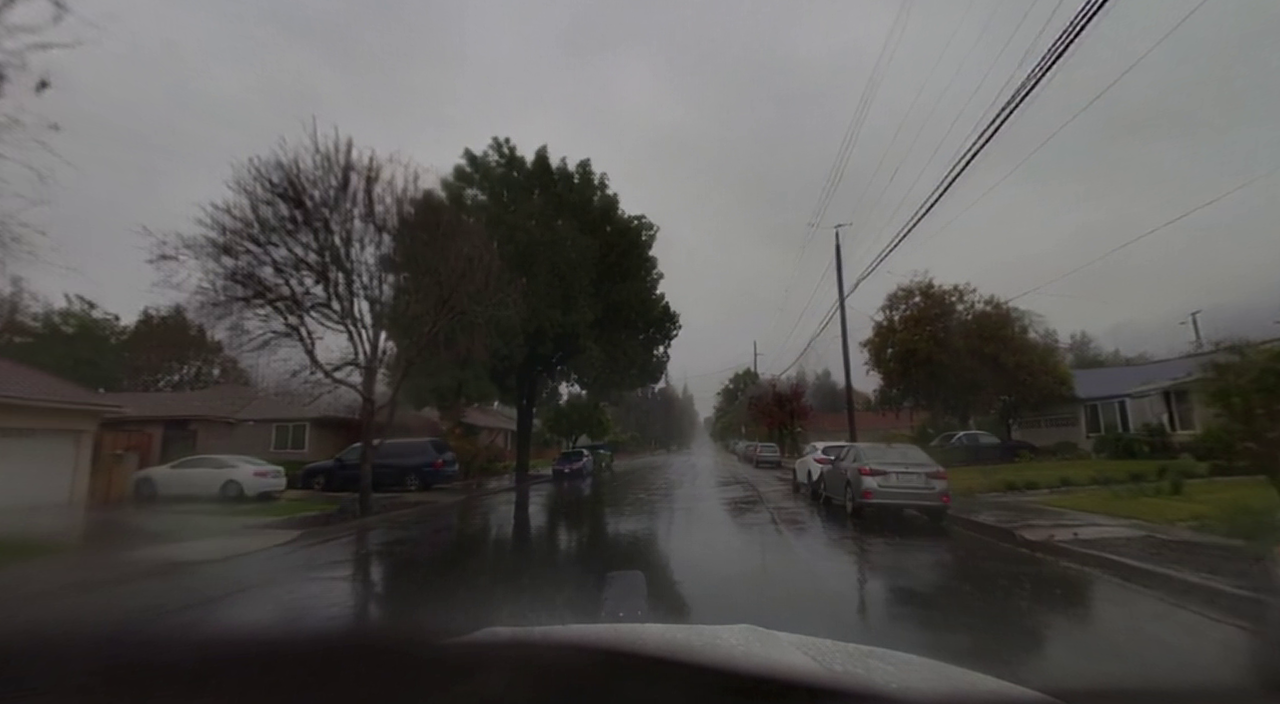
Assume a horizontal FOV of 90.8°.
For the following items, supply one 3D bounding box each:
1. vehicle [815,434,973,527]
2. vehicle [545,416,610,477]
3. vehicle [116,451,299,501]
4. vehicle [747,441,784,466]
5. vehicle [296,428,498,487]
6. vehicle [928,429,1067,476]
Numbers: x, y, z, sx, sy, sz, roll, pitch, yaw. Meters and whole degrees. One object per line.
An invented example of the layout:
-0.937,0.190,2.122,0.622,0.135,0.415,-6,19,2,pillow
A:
4.592,2.332,12.063,1.845,1.453,3.792,-1,-8,7,vehicle
-3.125,4.962,33.283,2.199,2.902,5.848,-1,-8,6,vehicle
-13.325,3.816,19.645,4.481,1.420,1.712,0,-8,4,vehicle
7.665,6.222,38.865,1.743,1.440,3.732,-1,-8,4,vehicle
-8.809,3.842,23.302,6.488,2.009,2.354,-1,-8,6,vehicle
13.269,3.742,23.683,4.075,1.674,1.811,-1,-9,8,vehicle
